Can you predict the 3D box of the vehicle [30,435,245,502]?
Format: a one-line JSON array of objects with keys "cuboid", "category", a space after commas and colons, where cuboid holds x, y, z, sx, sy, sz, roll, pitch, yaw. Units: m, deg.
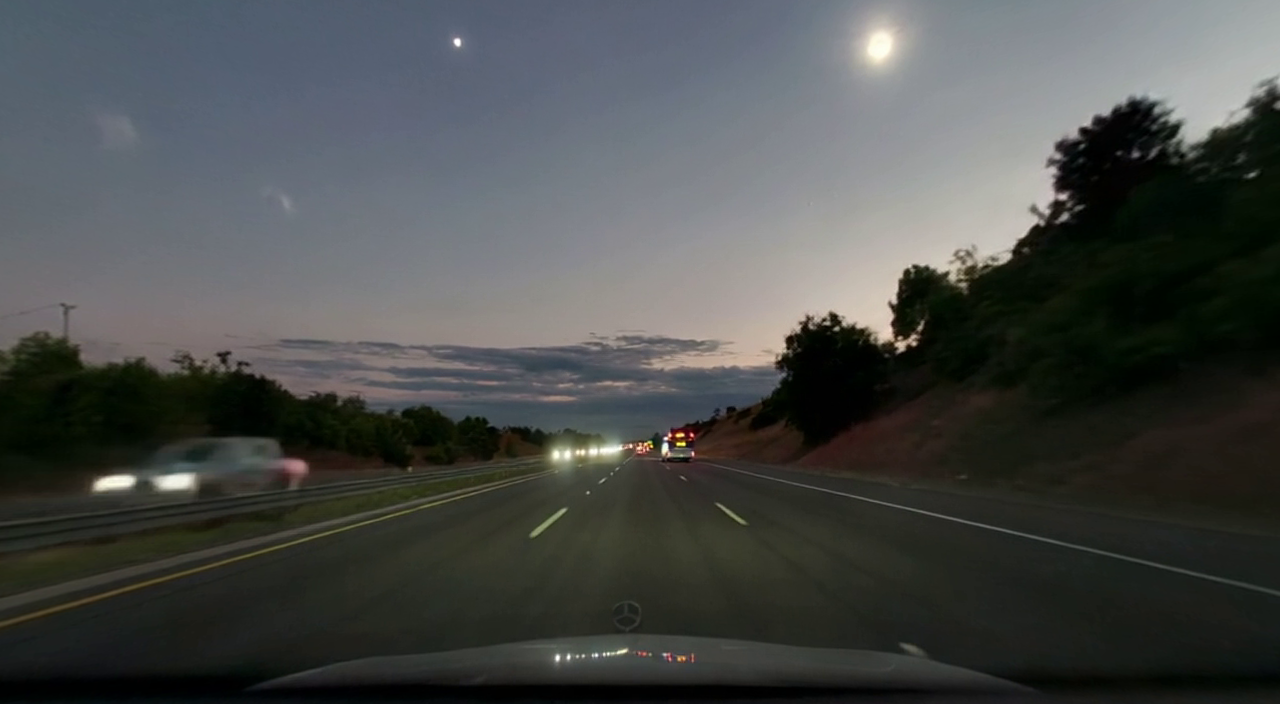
[{"cuboid": [-12.745, 2.973, 16.481, 2.020, 1.502, 4.338, 0, -9, 0], "category": "vehicle"}]
